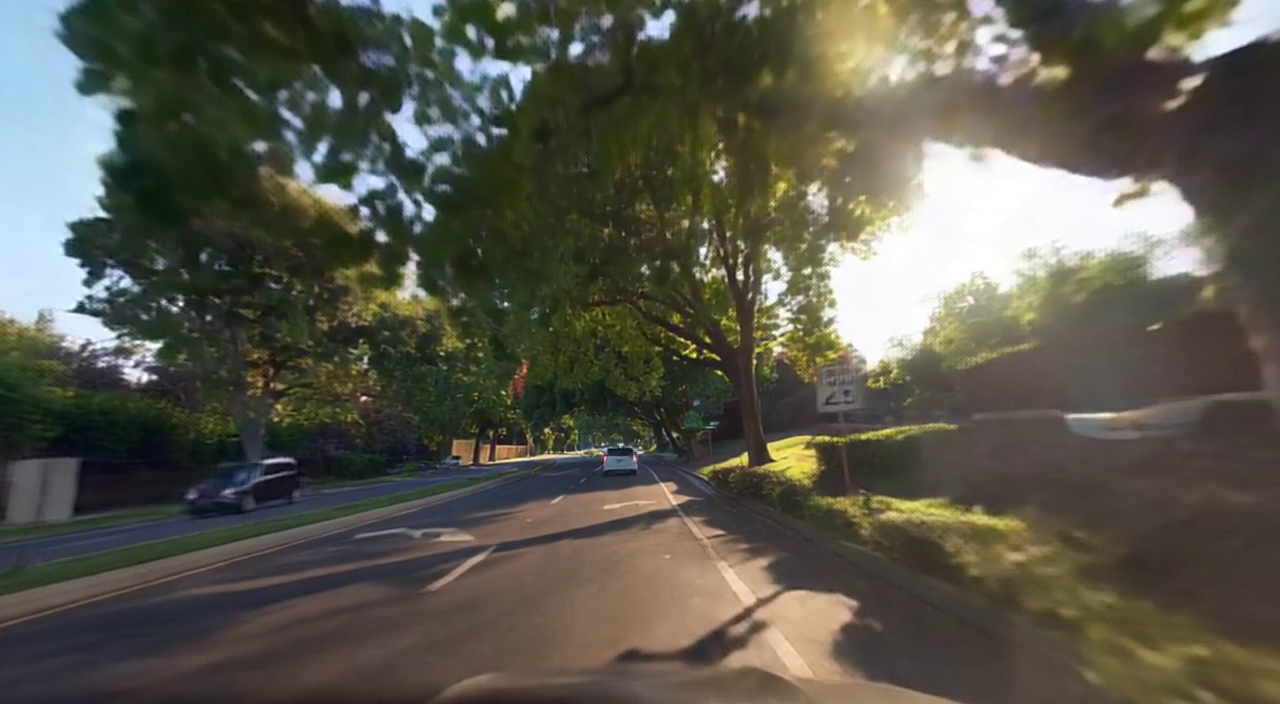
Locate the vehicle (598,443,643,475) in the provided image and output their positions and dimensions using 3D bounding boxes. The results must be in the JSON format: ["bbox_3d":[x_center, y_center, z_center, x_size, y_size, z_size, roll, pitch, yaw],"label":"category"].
[{"bbox_3d":[-0.926,5.339,31.775,2.111,1.466,4.223,0,-9,0],"label":"vehicle"}]

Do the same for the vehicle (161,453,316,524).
[{"bbox_3d":[-12.047,4.057,19.401,1.954,1.680,4.530,-5,-8,-2],"label":"vehicle"}]
